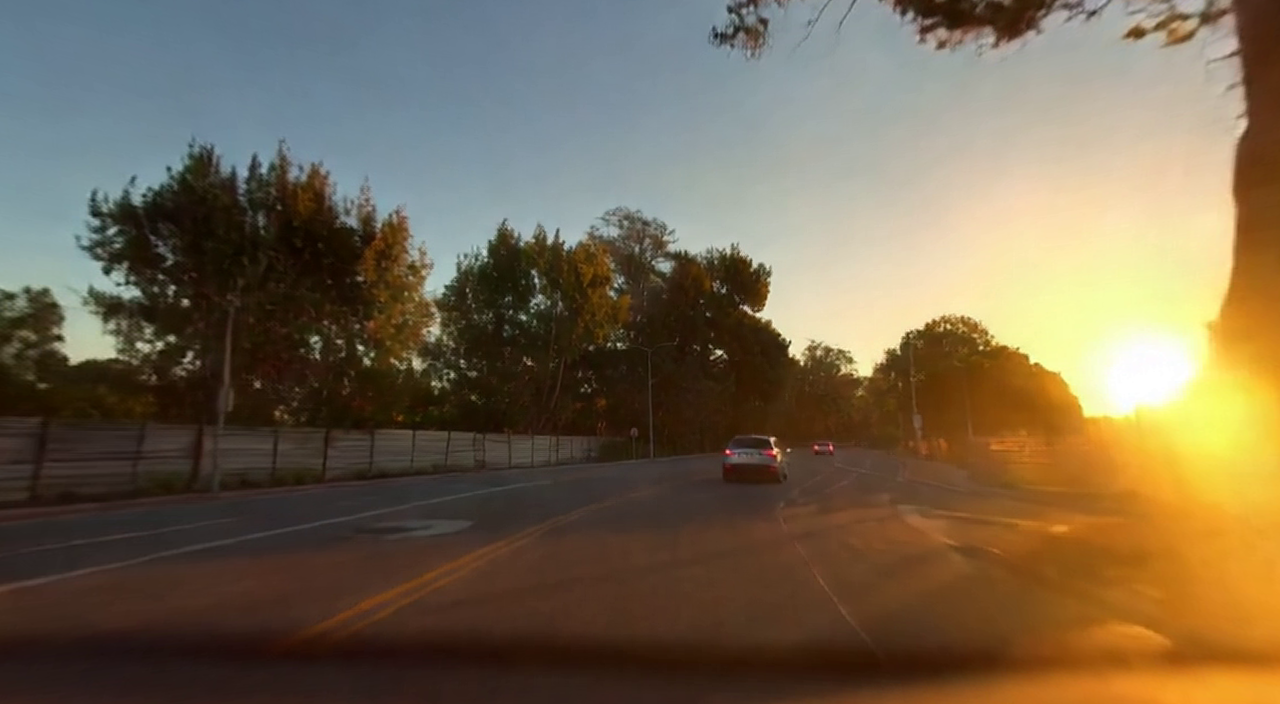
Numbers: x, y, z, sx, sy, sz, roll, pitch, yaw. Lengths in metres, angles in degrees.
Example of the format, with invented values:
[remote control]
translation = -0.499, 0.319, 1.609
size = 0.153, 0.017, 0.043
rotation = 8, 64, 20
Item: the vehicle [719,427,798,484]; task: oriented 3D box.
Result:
[vehicle]
translation = 4.370, 3.660, 22.701
size = 2.230, 1.827, 4.580
rotation = -2, -8, 17
